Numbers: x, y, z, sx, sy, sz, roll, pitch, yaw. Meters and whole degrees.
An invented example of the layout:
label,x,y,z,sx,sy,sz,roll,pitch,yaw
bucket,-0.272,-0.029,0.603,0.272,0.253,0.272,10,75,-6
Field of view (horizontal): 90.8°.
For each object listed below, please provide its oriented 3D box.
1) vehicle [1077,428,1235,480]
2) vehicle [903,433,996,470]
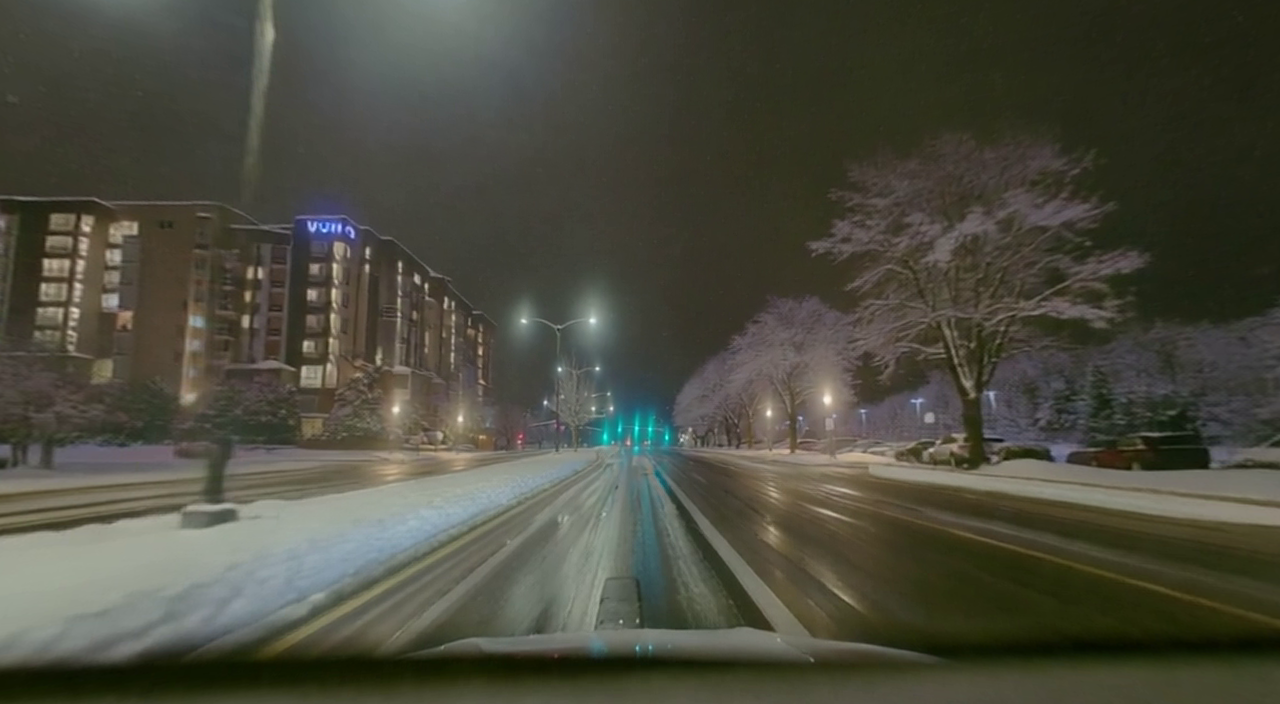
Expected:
label,x,y,z,sx,sy,sz,roll,pitch,yaw
vehicle,18.731,3.717,23.243,1.947,1.667,4.347,0,-8,-3
vehicle,15.462,4.997,31.874,2.006,1.683,4.643,0,-8,-5
